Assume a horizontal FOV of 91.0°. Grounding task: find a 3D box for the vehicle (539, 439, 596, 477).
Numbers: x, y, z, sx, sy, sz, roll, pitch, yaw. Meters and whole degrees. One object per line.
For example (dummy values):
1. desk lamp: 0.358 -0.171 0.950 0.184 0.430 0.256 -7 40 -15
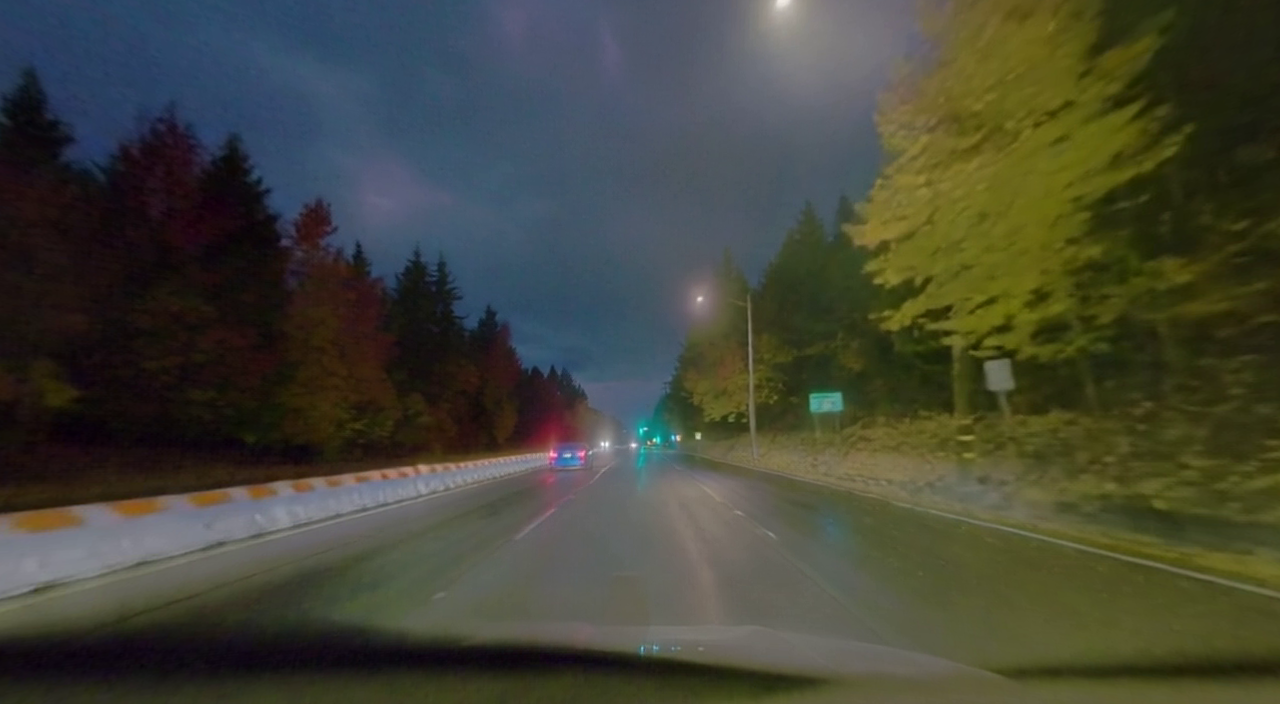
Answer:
1. vehicle: -2.999 4.497 26.993 1.902 1.505 4.016 0 -8 1
